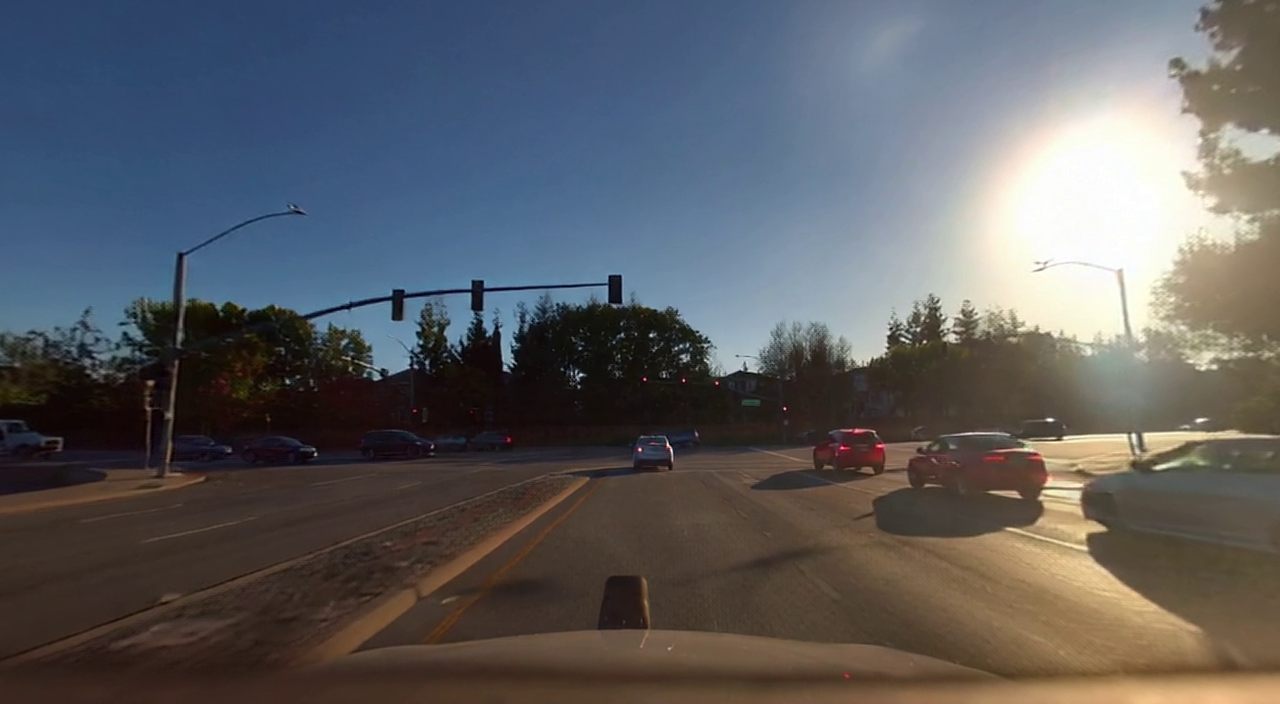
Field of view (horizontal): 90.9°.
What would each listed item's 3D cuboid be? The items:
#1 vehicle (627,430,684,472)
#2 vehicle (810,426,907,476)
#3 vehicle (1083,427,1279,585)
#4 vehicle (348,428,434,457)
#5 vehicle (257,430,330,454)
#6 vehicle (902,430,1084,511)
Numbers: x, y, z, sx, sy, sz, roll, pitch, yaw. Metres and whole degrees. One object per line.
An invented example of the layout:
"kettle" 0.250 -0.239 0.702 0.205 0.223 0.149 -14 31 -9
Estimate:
"vehicle" 0.558 3.872 24.818 2.041 1.485 3.813 0 -8 0
"vehicle" 7.598 3.499 22.385 1.901 1.577 4.348 0 -8 1
"vehicle" 7.043 1.494 6.251 1.947 1.478 4.731 -1 -8 1
"vehicle" -16.210 5.922 41.206 4.786 1.803 1.967 -1 -8 3
"vehicle" -26.582 6.927 48.430 4.450 1.684 1.894 -1 -9 -2
"vehicle" 7.325 2.464 13.595 1.726 1.467 3.793 0 -8 0
